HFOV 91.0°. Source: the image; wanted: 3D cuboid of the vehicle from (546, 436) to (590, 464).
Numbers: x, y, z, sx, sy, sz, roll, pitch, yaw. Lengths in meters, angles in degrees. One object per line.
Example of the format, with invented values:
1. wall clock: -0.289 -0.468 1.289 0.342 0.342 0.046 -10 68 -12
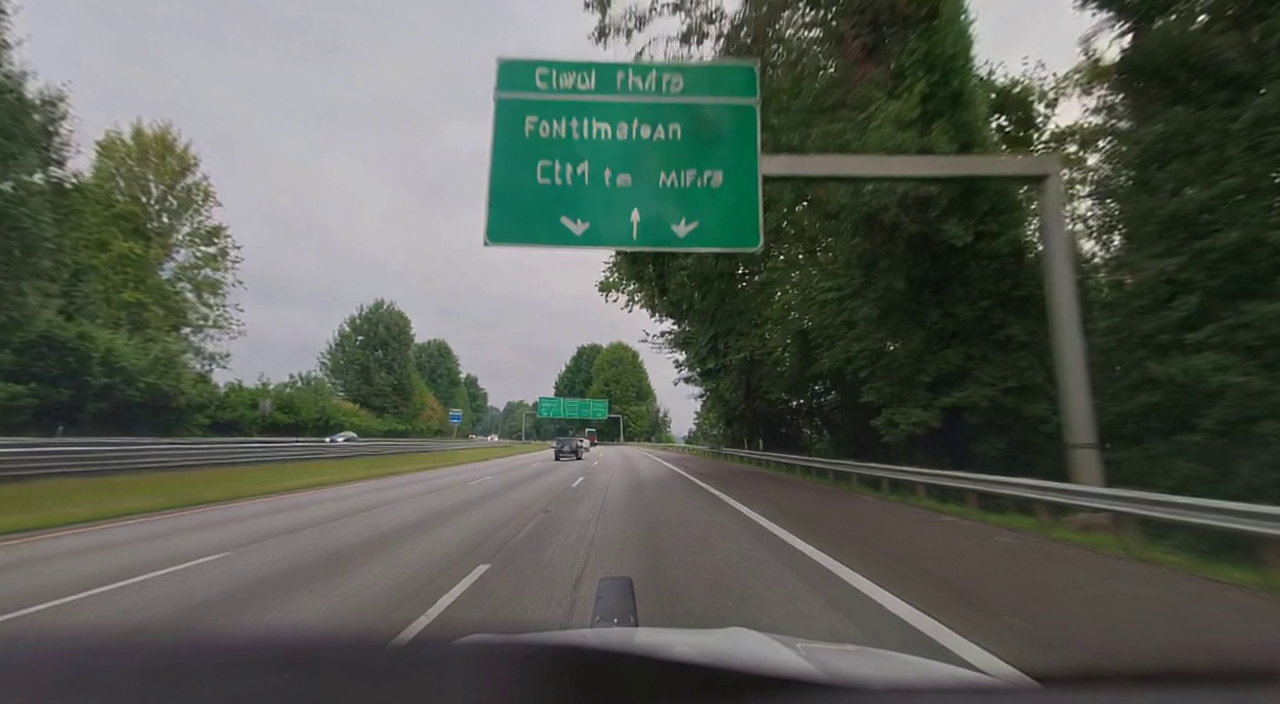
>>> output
1. vehicle: -4.400 6.096 39.175 2.217 1.604 4.614 0 -8 -1
